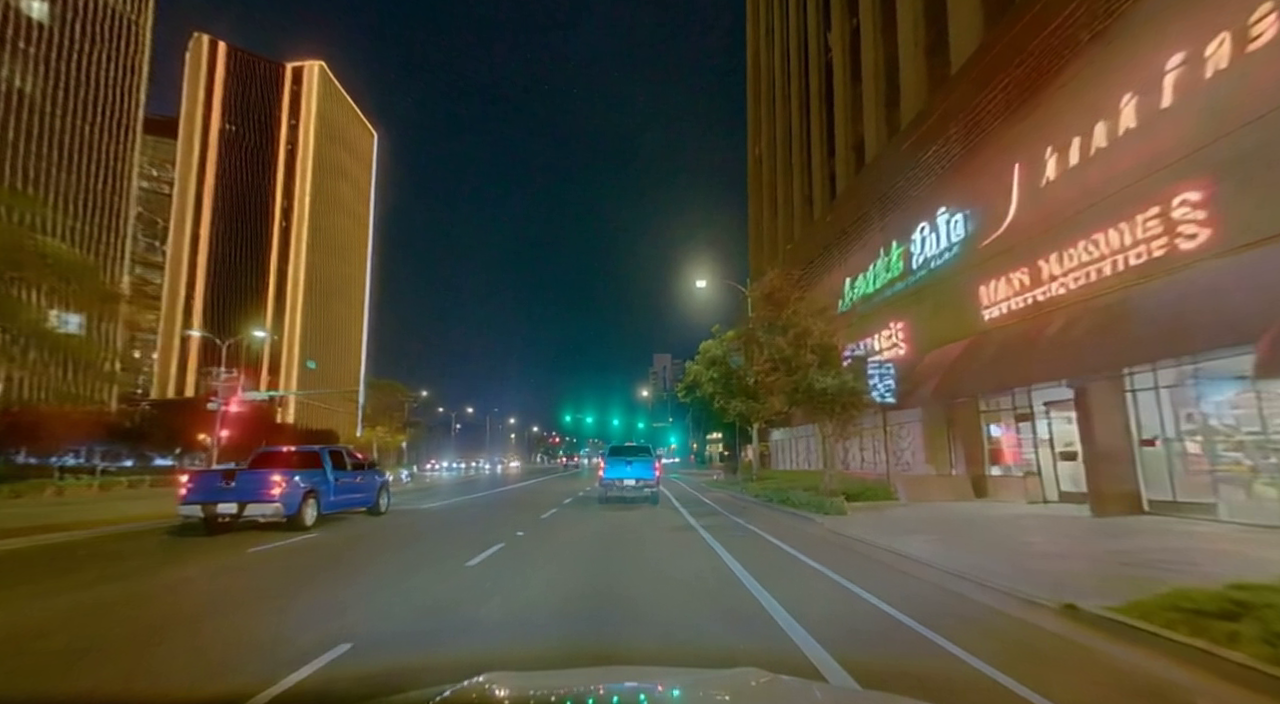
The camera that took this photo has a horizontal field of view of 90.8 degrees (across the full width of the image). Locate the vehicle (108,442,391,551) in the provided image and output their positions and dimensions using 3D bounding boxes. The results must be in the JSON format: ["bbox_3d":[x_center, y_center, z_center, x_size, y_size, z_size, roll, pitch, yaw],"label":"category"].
[{"bbox_3d":[-6.147,2.283,10.789,1.888,1.424,4.553,0,-9,1],"label":"vehicle"}]

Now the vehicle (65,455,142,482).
[{"bbox_3d":[-34.300,7.448,40.354,4.460,1.443,1.918,-7,-9,24],"label":"vehicle"}]

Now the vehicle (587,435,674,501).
[{"bbox_3d":[-0.324,3.933,21.916,2.590,1.932,5.776,0,-9,-1],"label":"vehicle"}]
